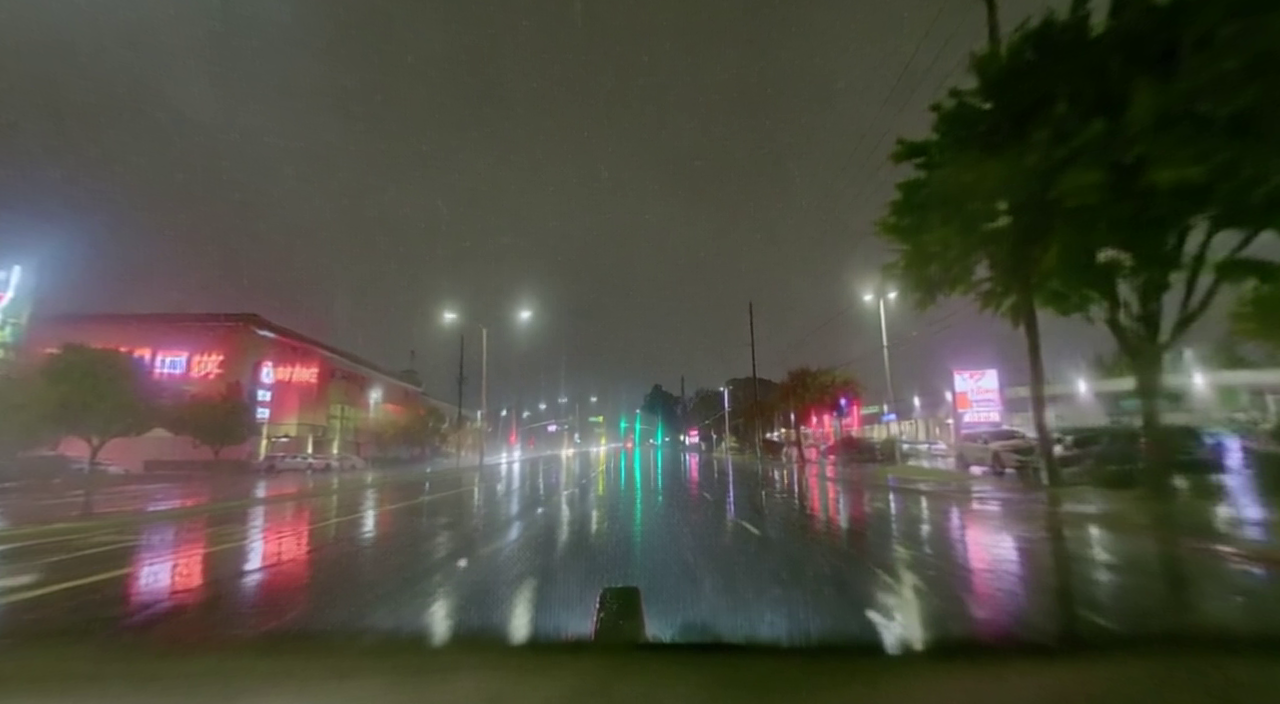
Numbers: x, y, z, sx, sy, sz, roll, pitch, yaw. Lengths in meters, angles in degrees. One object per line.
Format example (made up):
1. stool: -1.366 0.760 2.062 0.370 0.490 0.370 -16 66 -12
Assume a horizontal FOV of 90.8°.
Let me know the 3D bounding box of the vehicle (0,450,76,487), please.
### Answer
1. vehicle: -30.693 5.633 30.793 4.441 1.667 2.223 -1 -8 6

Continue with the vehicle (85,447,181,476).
1. vehicle: -30.775 6.652 38.414 4.189 1.678 1.887 0 -8 1

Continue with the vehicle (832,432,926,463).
1. vehicle: 13.381 5.366 35.506 4.386 1.570 2.043 -1 -9 -2

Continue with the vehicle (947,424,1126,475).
1. vehicle: 14.325 3.553 23.071 5.134 1.732 2.047 0 -8 0

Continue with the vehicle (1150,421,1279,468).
1. vehicle: 24.399 3.871 26.478 1.917 1.772 5.073 0 -8 2
